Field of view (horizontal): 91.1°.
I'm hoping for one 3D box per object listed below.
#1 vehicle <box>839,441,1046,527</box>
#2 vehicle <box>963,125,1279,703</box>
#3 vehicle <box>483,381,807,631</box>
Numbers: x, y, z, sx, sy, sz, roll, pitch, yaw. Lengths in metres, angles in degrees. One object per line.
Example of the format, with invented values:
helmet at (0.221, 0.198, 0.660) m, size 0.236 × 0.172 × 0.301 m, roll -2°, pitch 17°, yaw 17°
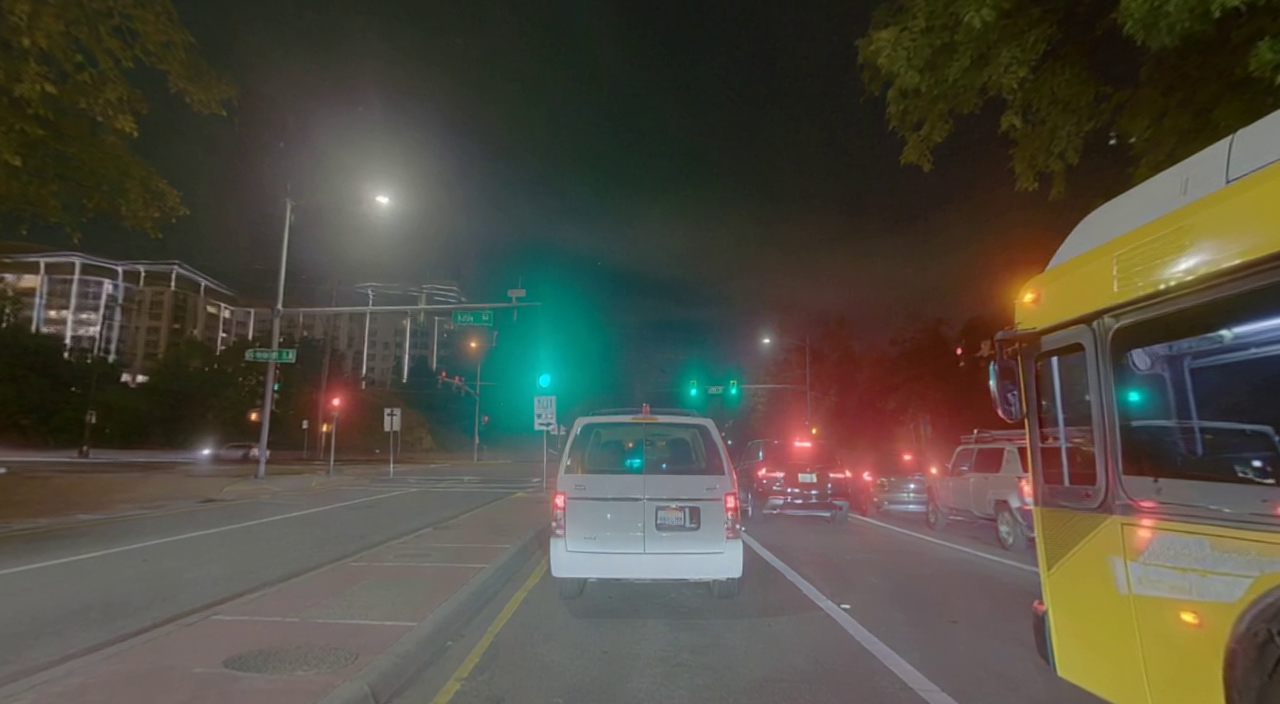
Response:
vehicle at (5.982, 2.635, 13.237) m, size 1.987 × 1.457 × 4.675 m, roll 0°, pitch -8°, yaw -1°
vehicle at (2.609, 0.315, 0.441) m, size 2.037 × 2.065 × 5.037 m, roll 0°, pitch -8°, yaw 0°
vehicle at (0.012, 1.473, 7.022) m, size 2.381 × 1.842 × 4.603 m, roll 0°, pitch -8°, yaw -1°
